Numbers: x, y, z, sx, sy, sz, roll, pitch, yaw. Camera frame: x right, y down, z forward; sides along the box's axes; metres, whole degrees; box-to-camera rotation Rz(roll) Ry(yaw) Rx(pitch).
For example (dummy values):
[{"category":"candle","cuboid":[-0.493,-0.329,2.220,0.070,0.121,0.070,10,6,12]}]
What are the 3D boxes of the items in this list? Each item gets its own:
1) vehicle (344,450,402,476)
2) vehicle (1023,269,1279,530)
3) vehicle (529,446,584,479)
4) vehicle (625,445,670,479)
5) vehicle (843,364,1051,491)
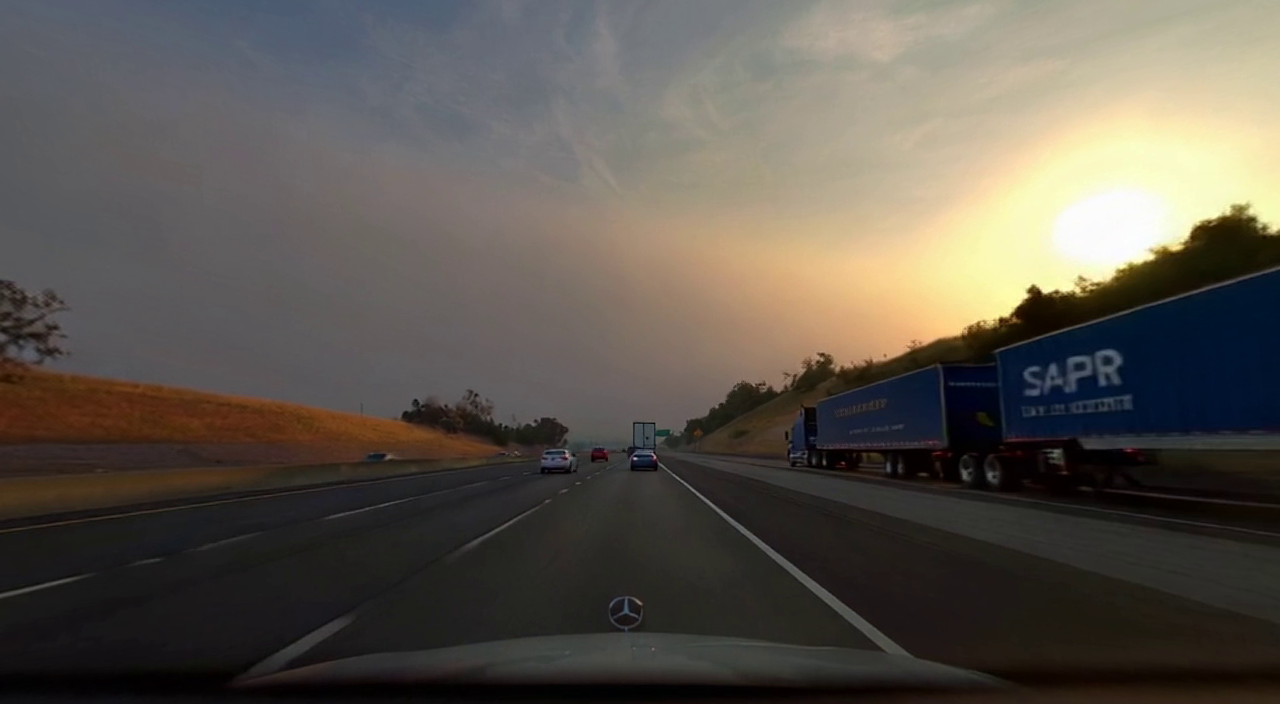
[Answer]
[{"category":"vehicle","cuboid":[-15.498,6.444,36.793,1.724,1.432,3.724,0,-9,0]},{"category":"vehicle","cuboid":[11.638,0.739,9.912,2.926,4.094,13.856,0,-9,2]},{"category":"vehicle","cuboid":[-4.017,5.385,31.020,2.018,1.504,4.431,0,-9,1]},{"category":"vehicle","cuboid":[0.315,5.210,29.970,1.991,1.507,3.391,0,-9,-1]},{"category":"vehicle","cuboid":[11.536,3.164,25.311,3.020,4.143,9.468,1,-9,-4]}]
